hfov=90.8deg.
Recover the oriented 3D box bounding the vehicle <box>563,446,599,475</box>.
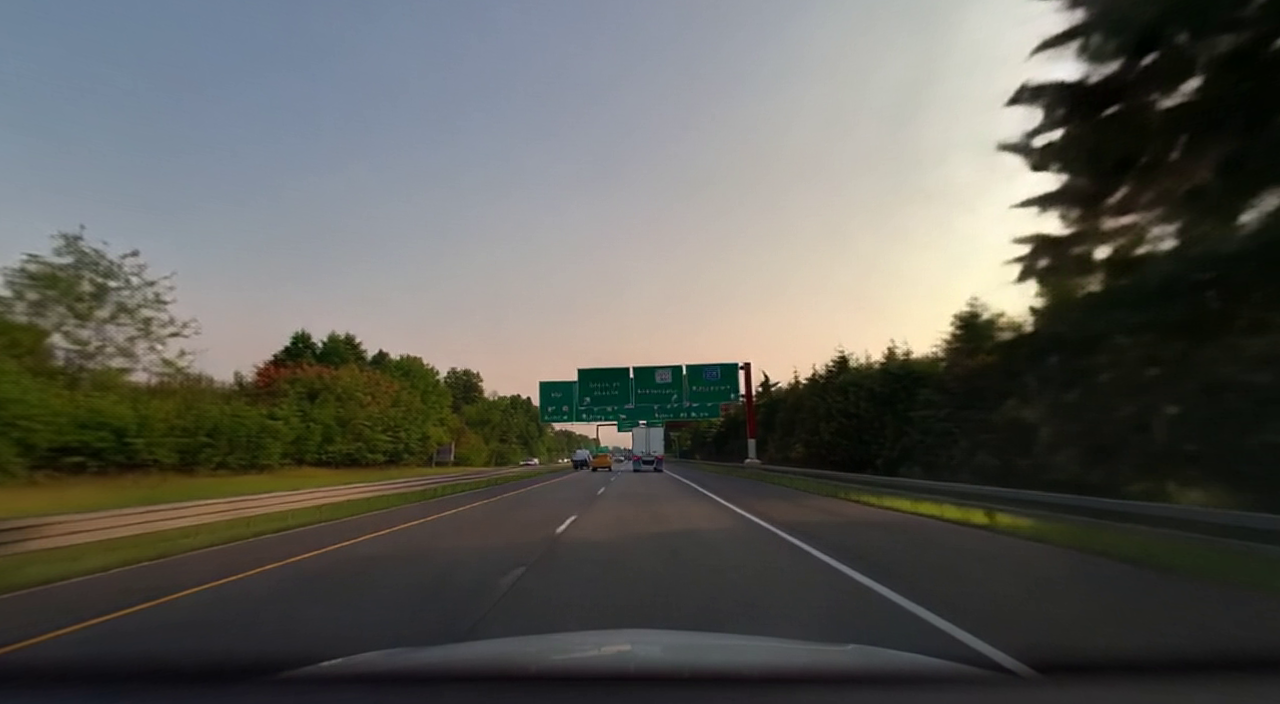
[{"bbox_3d":[-4.278,7.945,46.156,2.168,1.980,4.622,0,-9,0],"label":"vehicle"}]
